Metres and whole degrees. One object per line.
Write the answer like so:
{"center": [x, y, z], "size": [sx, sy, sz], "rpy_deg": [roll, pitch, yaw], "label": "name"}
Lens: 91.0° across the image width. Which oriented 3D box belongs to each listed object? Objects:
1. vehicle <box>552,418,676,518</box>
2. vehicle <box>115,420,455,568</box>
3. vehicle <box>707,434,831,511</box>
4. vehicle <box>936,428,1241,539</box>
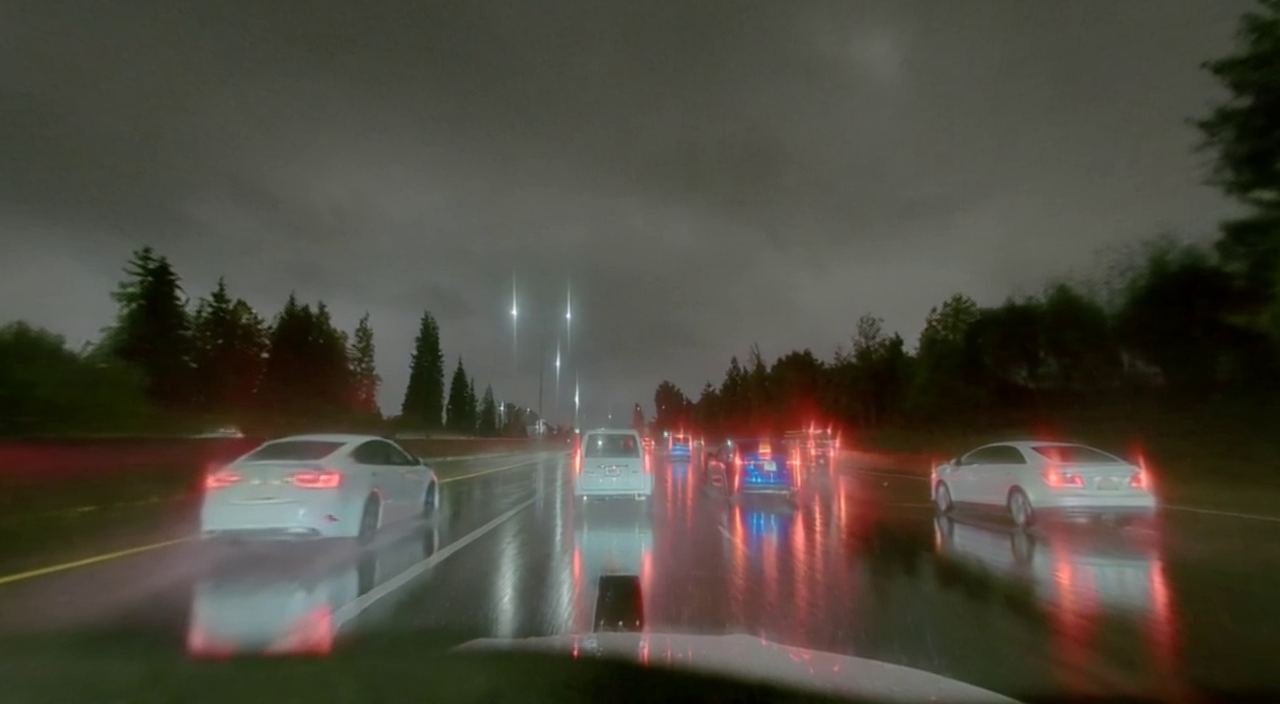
{"center": [-0.488, 2.344, 13.154], "size": [2.181, 1.728, 3.970], "rpy_deg": [1, -9, -1], "label": "vehicle"}
{"center": [-4.505, 1.881, 9.198], "size": [2.071, 1.537, 4.912], "rpy_deg": [1, -9, 0], "label": "vehicle"}
{"center": [2.861, 2.793, 15.038], "size": [1.975, 1.532, 4.227], "rpy_deg": [1, -9, -1], "label": "vehicle"}
{"center": [7.879, 2.337, 11.865], "size": [2.106, 1.641, 4.671], "rpy_deg": [1, -9, -4], "label": "vehicle"}
